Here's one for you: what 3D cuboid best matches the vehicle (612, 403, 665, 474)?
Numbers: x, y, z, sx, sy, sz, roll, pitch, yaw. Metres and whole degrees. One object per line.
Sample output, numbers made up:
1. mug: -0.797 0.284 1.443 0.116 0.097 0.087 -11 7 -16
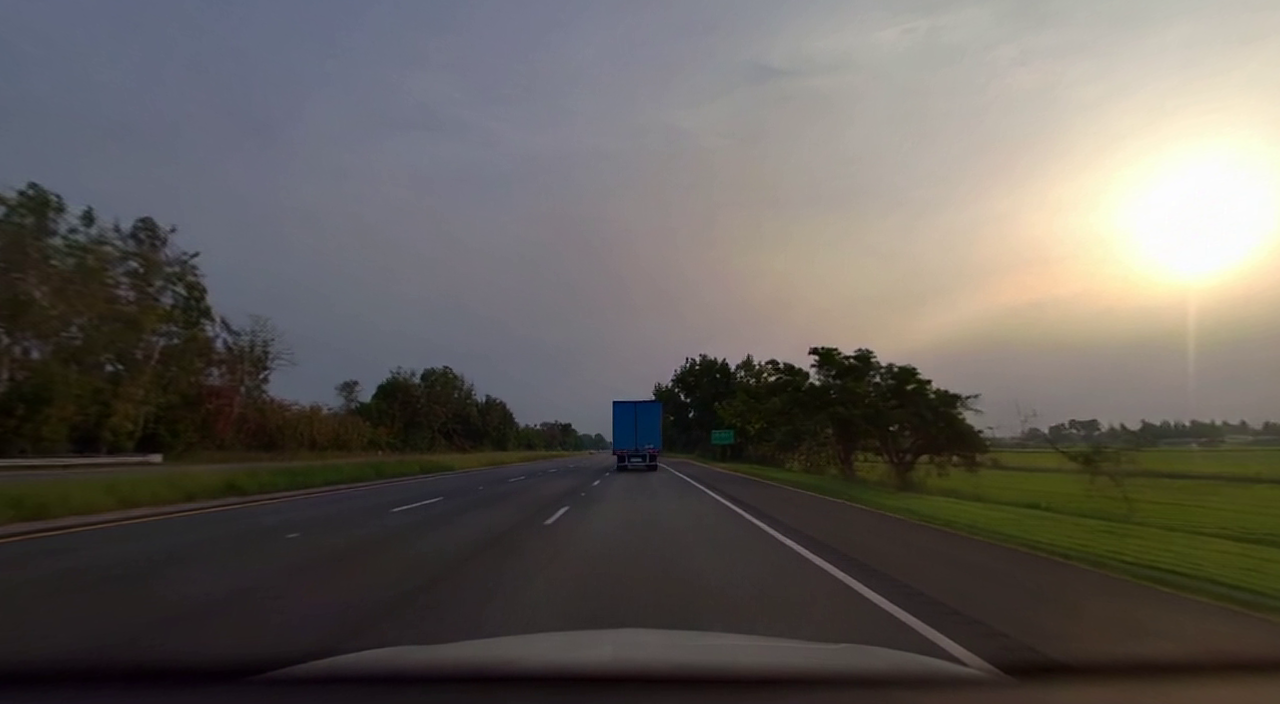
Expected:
1. vehicle: -0.134 5.731 41.014 2.982 3.947 11.075 0 -9 -1
